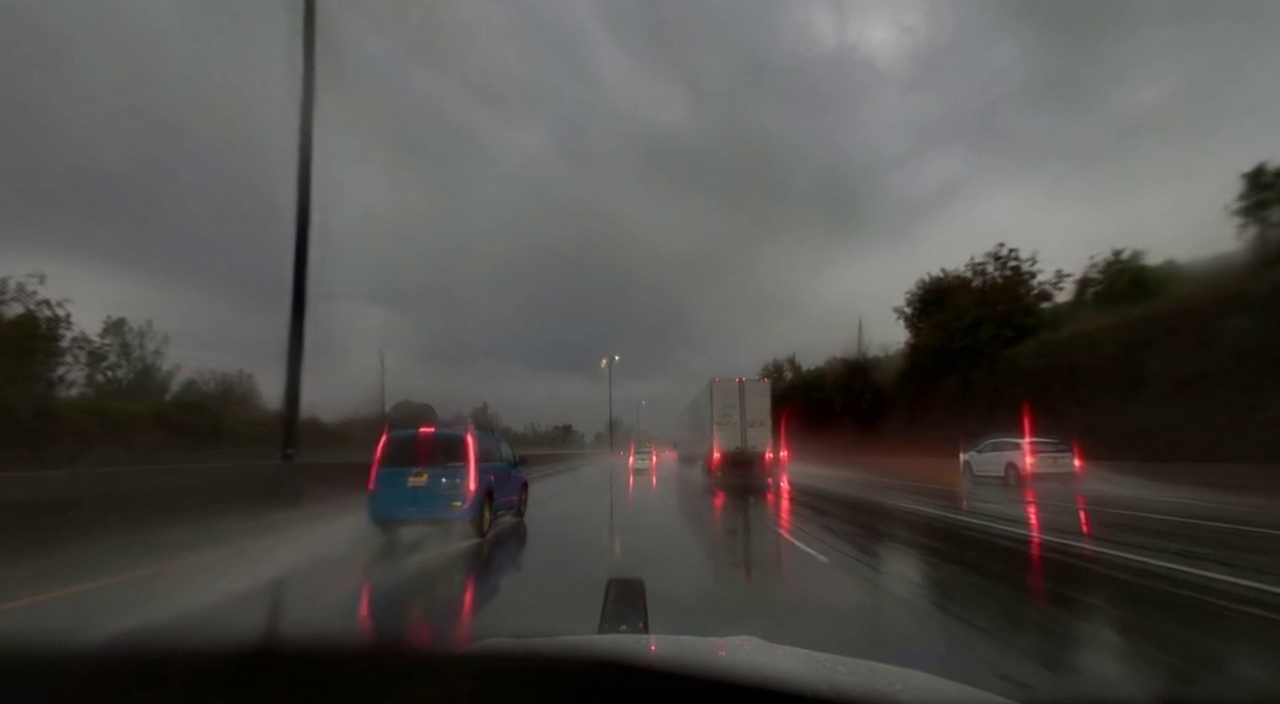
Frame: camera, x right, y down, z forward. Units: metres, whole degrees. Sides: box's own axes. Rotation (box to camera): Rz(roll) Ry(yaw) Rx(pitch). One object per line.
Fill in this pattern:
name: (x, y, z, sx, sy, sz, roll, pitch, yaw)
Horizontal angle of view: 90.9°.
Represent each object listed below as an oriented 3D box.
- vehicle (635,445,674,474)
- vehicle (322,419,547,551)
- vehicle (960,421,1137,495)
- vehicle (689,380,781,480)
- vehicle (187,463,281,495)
vehicle: (0.746, 5.961, 35.119, 2.063, 1.469, 4.208, 0, -9, 0)
vehicle: (-3.123, 2.148, 10.872, 2.237, 1.745, 4.575, -1, -9, 1)
vehicle: (11.261, 2.961, 17.860, 2.041, 1.824, 4.376, 0, -9, 0)
vehicle: (4.384, 4.158, 32.333, 2.821, 4.077, 12.562, 0, -9, 0)
vehicle: (-23.163, 7.243, 36.257, 2.218, 1.525, 4.738, -1, -9, 1)
